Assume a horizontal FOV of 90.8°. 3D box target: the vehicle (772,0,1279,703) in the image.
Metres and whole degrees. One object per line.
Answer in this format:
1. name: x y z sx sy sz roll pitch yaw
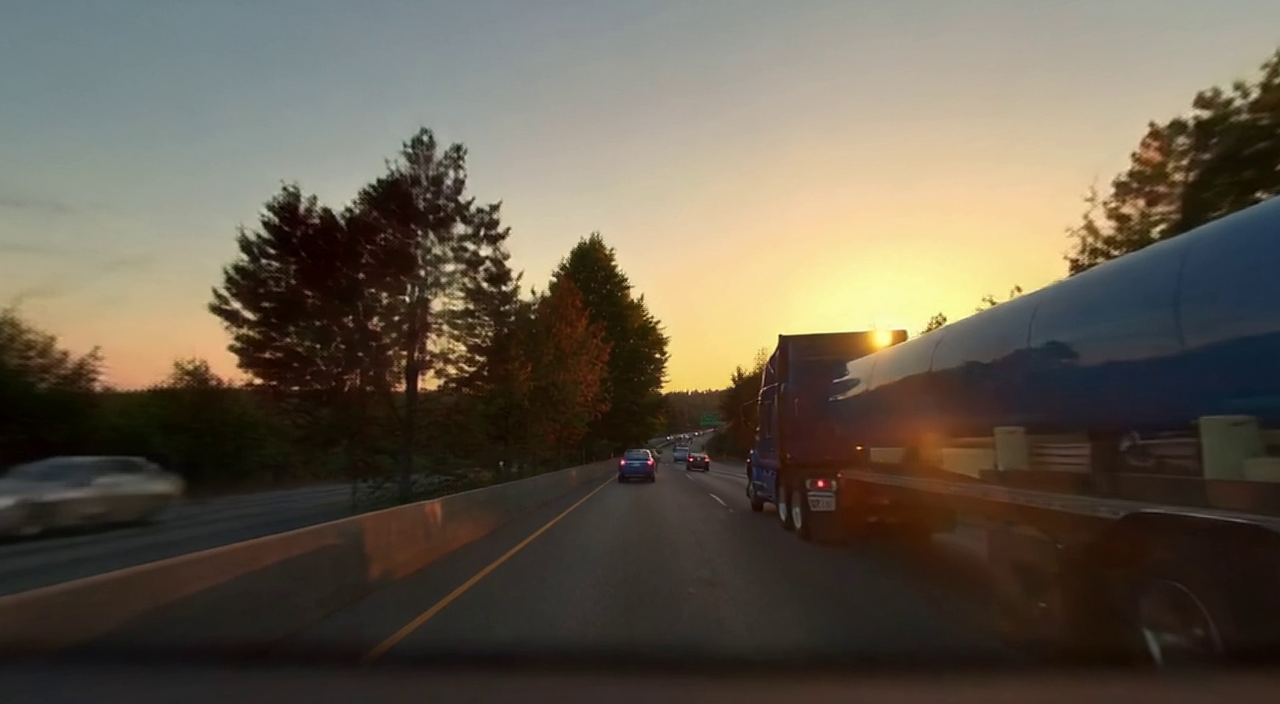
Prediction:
1. vehicle: 3.911 0.559 6.147 2.694 3.453 11.641 0 -9 0

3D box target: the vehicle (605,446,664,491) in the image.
1. vehicle: -0.162 4.220 23.095 2.003 1.490 3.636 0 -9 1
